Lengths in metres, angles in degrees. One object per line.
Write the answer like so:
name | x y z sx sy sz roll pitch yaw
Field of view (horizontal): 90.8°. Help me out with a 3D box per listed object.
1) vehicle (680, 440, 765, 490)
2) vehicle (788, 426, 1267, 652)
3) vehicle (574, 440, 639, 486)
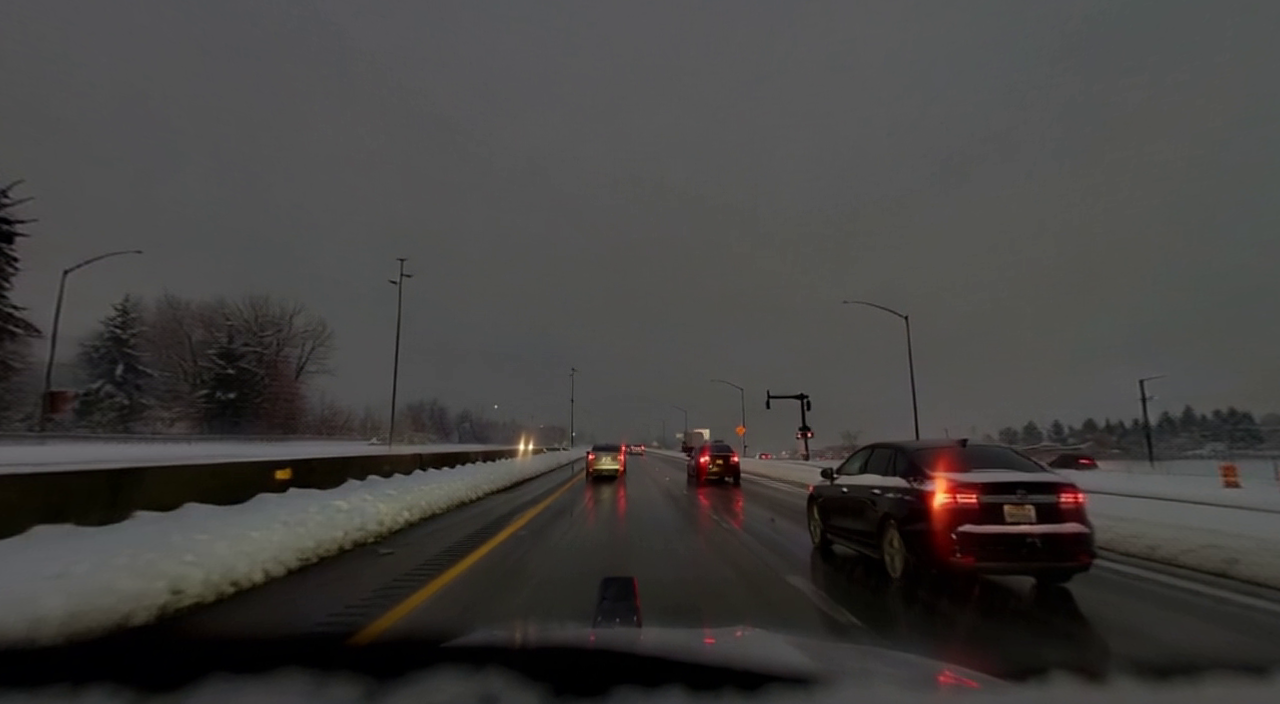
vehicle | 2.581 3.690 20.959 2.042 1.460 4.451 0 -9 -2
vehicle | 3.059 1.547 6.344 1.996 1.455 4.281 0 -9 -2
vehicle | -1.113 3.857 22.260 2.069 1.470 4.004 0 -9 -1
